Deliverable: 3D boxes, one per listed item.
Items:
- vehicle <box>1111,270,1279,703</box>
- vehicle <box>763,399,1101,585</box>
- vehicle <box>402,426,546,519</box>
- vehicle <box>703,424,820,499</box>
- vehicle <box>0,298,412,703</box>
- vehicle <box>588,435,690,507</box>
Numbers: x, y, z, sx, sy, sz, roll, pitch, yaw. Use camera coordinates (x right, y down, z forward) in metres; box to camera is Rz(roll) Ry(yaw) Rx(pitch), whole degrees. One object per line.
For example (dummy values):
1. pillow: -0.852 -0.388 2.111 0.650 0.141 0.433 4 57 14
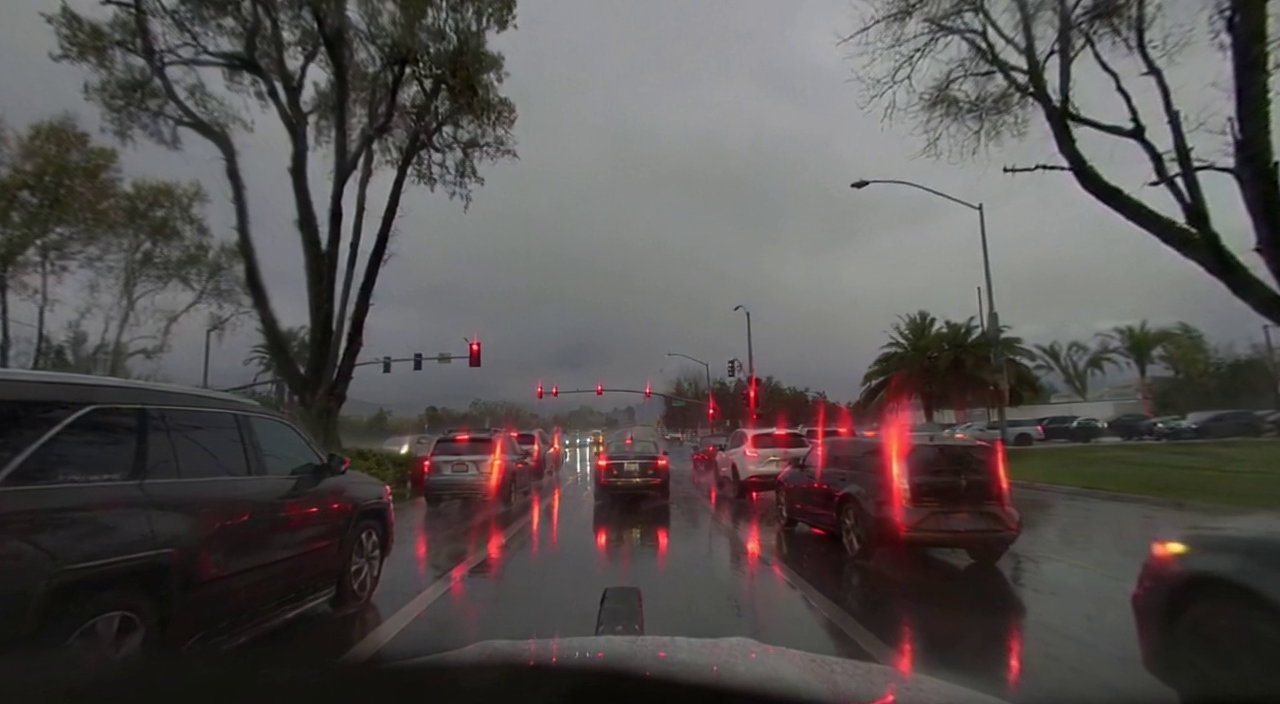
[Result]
1. vehicle: 3.339 0.383 0.454 2.111 1.839 4.857 0 -8 -1
2. vehicle: 3.125 1.603 8.042 2.074 1.685 4.387 0 -8 -2
3. vehicle: -3.140 2.368 12.908 1.896 1.546 4.378 0 -8 -2
4. vehicle: 2.961 2.786 16.356 2.106 1.667 4.101 0 -8 -2
5. vehicle: -3.246 0.961 3.833 2.079 1.756 4.676 0 -8 -2
6. vehicle: -0.093 2.698 14.756 2.076 1.438 3.770 0 -8 -2
